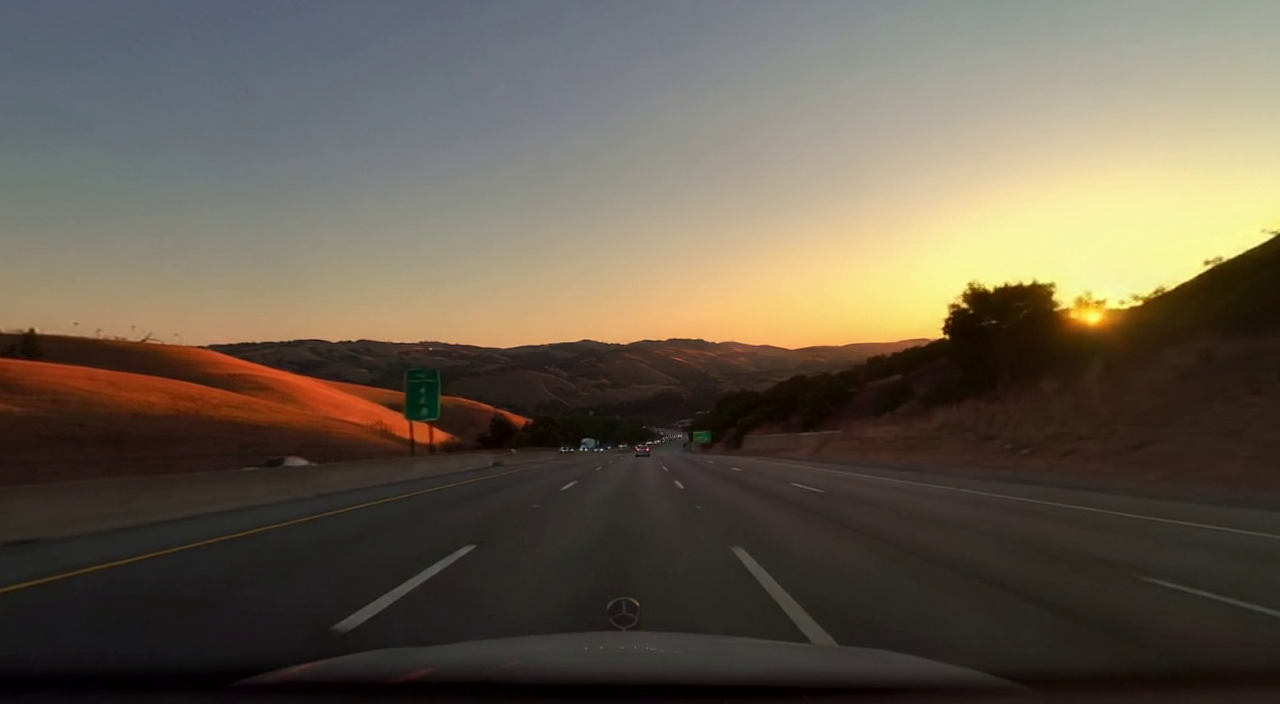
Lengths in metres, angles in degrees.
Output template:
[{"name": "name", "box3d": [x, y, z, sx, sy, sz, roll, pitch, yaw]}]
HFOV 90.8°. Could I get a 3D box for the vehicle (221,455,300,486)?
[{"name": "vehicle", "box3d": [-23.134, 7.211, 38.697, 1.943, 1.683, 4.652, -1, -8, -1]}]
